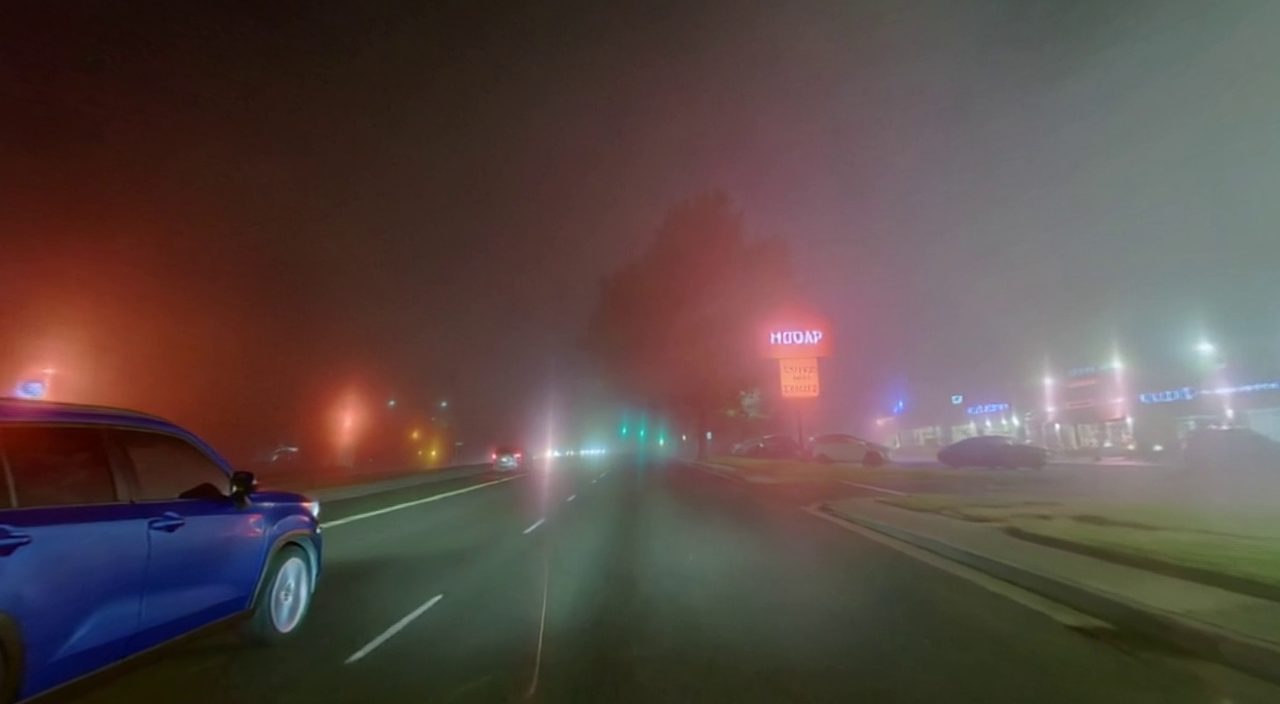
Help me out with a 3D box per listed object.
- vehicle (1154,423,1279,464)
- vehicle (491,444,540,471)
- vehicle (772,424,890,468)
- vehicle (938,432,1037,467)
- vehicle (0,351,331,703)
[{"bbox_3d":[26.780,4.047,28.401,2.672,1.580,5.933,-3,-7,6],"label":"vehicle"},{"bbox_3d":[-7.359,6.263,37.690,1.990,1.483,4.410,0,-8,1],"label":"vehicle"},{"bbox_3d":[8.870,4.423,29.650,5.031,1.951,2.184,-3,-9,15],"label":"vehicle"},{"bbox_3d":[15.835,4.472,29.050,2.177,1.397,4.511,-3,-8,3],"label":"vehicle"},{"bbox_3d":[-3.334,0.871,2.464,2.127,1.654,4.121,0,-8,0],"label":"vehicle"}]
